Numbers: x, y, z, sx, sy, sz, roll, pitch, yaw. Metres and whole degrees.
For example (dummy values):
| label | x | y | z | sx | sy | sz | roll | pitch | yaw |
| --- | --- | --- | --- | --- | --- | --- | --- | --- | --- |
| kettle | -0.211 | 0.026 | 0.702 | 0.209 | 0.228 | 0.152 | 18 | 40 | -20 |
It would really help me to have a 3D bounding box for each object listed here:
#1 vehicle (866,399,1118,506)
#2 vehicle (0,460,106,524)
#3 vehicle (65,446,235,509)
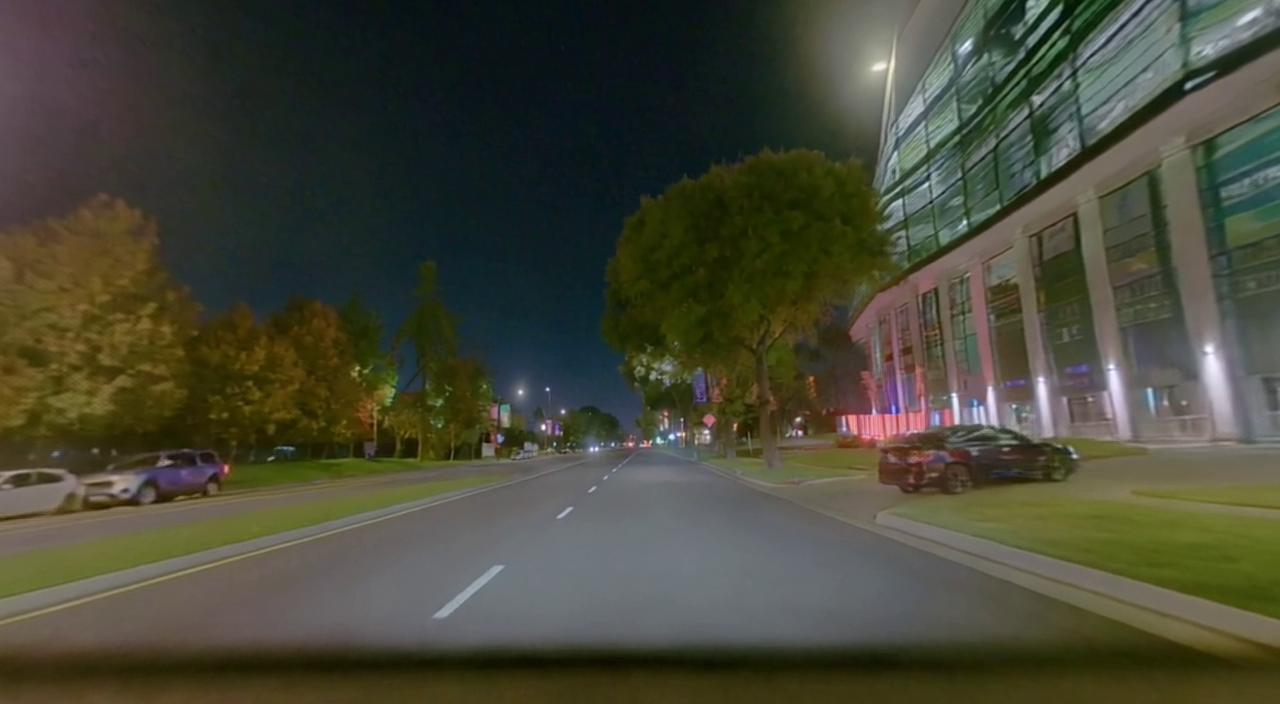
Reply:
| label | x | y | z | sx | sy | sz | roll | pitch | yaw |
| --- | --- | --- | --- | --- | --- | --- | --- | --- | --- |
| vehicle | 8.521 | 2.473 | 15.616 | 4.716 | 1.672 | 2.330 | -10 | -8 | -2 |
| vehicle | -17.448 | 3.769 | 16.911 | 1.873 | 1.544 | 4.794 | 0 | -8 | 1 |
| vehicle | -17.307 | 4.398 | 22.596 | 2.301 | 1.821 | 4.731 | -4 | -8 | 1 |
